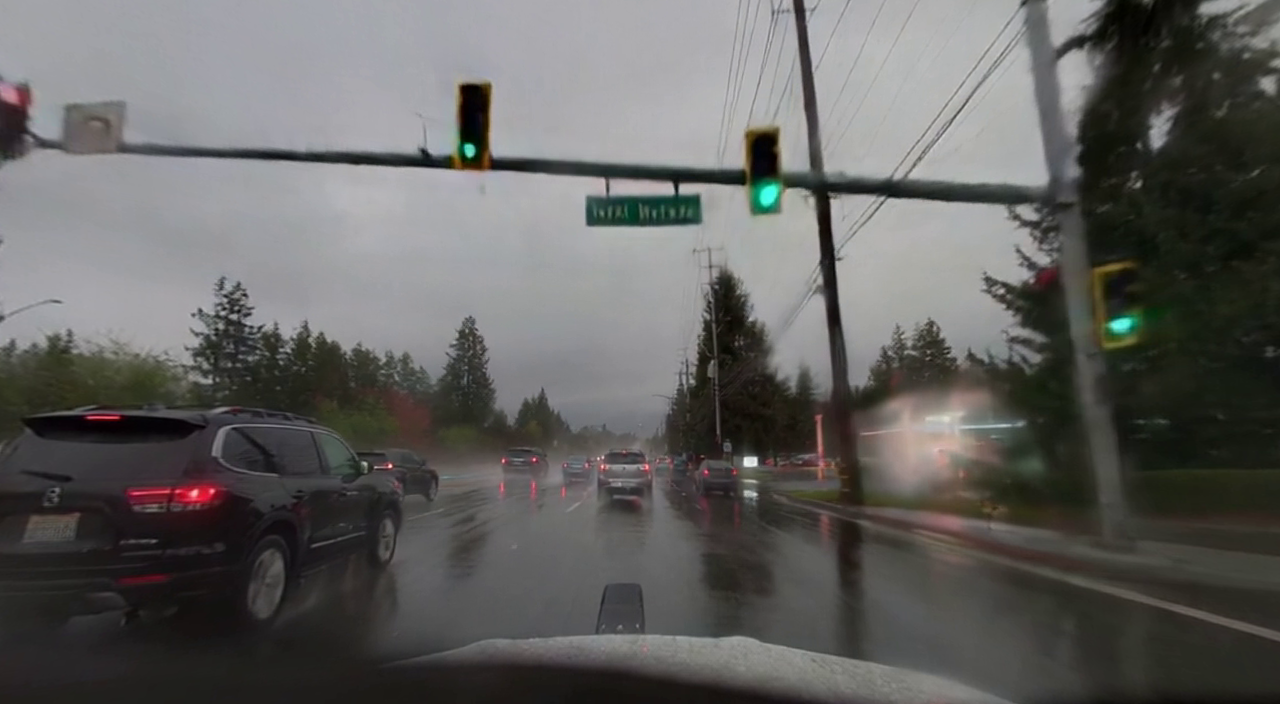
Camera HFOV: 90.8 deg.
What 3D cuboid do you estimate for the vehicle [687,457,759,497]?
[{"bbox_3d":[3.030,4.700,24.078,2.065,1.302,4.416,0,-9,-1],"label":"vehicle"}]

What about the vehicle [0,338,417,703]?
[{"bbox_3d":[-3.449,1.100,4.668,1.922,1.642,4.547,0,-9,0],"label":"vehicle"}]

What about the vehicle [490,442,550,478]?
[{"bbox_3d":[-6.762,6.153,36.277,2.385,1.918,5.056,0,-9,1],"label":"vehicle"}]

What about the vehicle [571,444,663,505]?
[{"bbox_3d":[-0.538,3.274,17.322,2.189,1.437,4.135,0,-9,0],"label":"vehicle"}]
